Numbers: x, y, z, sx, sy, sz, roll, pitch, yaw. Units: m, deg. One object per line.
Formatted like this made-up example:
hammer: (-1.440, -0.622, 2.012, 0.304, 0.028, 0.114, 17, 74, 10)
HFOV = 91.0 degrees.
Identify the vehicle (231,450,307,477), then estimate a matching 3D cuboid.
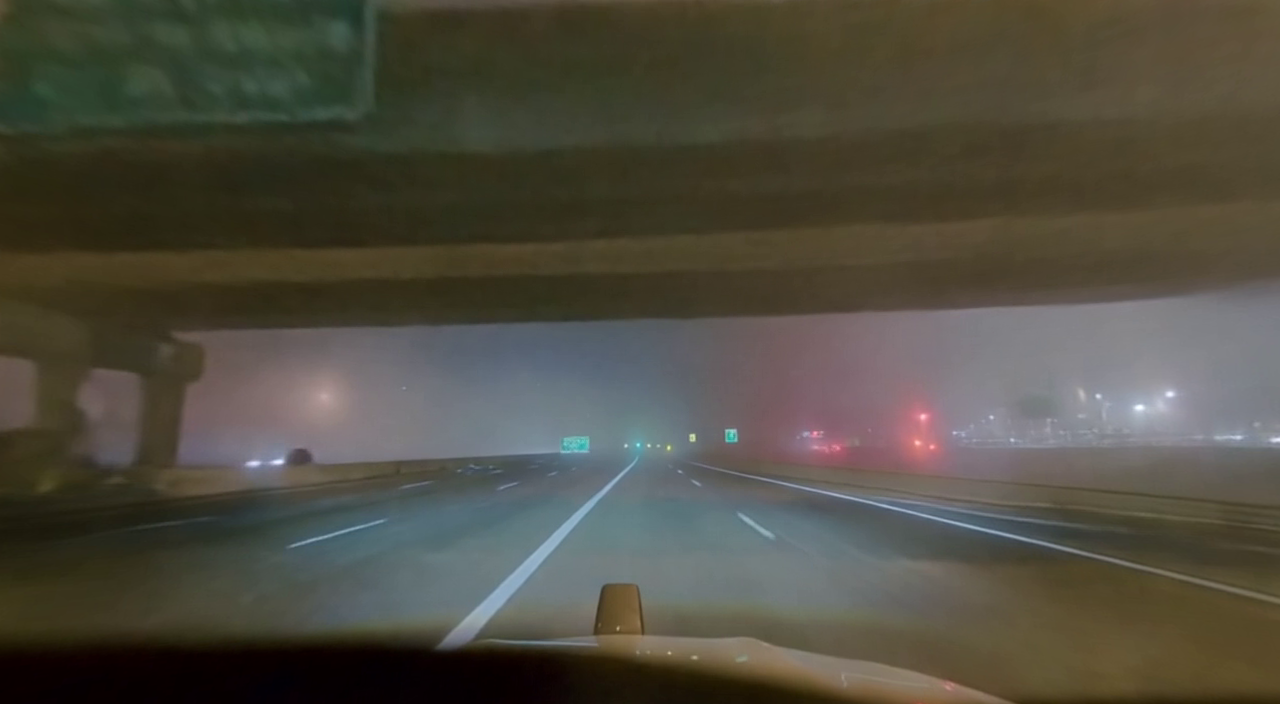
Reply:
vehicle: (-22.320, 6.701, 38.081, 1.878, 1.506, 4.380, -1, -9, 1)
